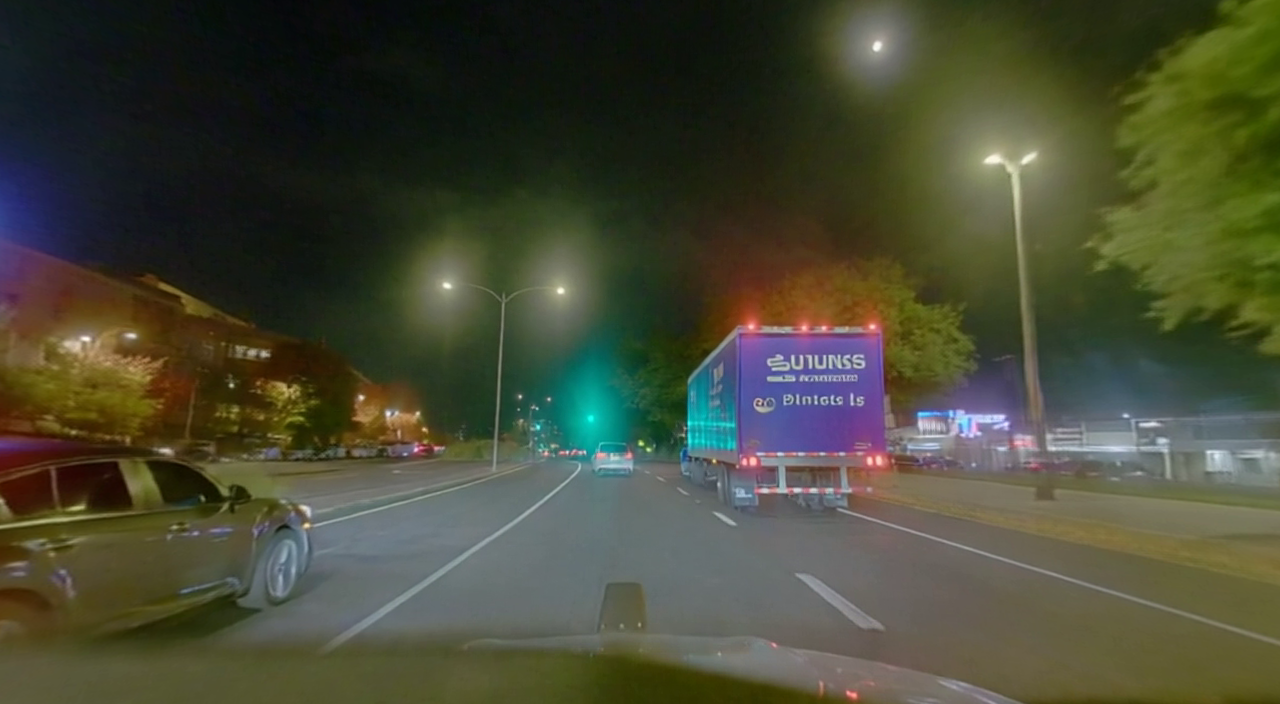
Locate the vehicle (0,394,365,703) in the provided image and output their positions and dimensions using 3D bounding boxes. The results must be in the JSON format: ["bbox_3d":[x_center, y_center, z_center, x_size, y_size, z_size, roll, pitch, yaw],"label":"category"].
[{"bbox_3d":[-3.646,1.128,3.901,1.828,1.515,4.422,0,-9,0],"label":"vehicle"}]

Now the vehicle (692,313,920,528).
[{"bbox_3d":[3.140,1.747,14.879,2.905,3.644,8.441,0,-9,-1],"label":"vehicle"}]

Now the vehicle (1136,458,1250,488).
[{"bbox_3d":[31.750,6.918,36.227,1.838,1.507,4.518,3,-9,-16],"label":"vehicle"}]

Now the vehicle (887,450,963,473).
[{"bbox_3d":[19.680,7.531,43.348,4.684,1.477,2.079,4,-9,-24],"label":"vehicle"}]

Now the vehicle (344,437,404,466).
[{"bbox_3d":[-17.654,6.648,42.011,2.101,1.813,5.343,1,-9,-5],"label":"vehicle"}]

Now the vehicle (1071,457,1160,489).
[{"bbox_3d":[25.338,6.393,33.449,4.391,1.492,1.972,4,-10,-28],"label":"vehicle"}]

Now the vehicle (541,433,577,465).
[{"bbox_3d":[-5.868,7.104,46.111,2.269,2.181,5.787,1,-9,-4],"label":"vehicle"}]

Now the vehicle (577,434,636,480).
[{"bbox_3d":[-1.482,4.527,27.411,2.388,1.811,4.455,1,-9,-4],"label":"vehicle"}]
